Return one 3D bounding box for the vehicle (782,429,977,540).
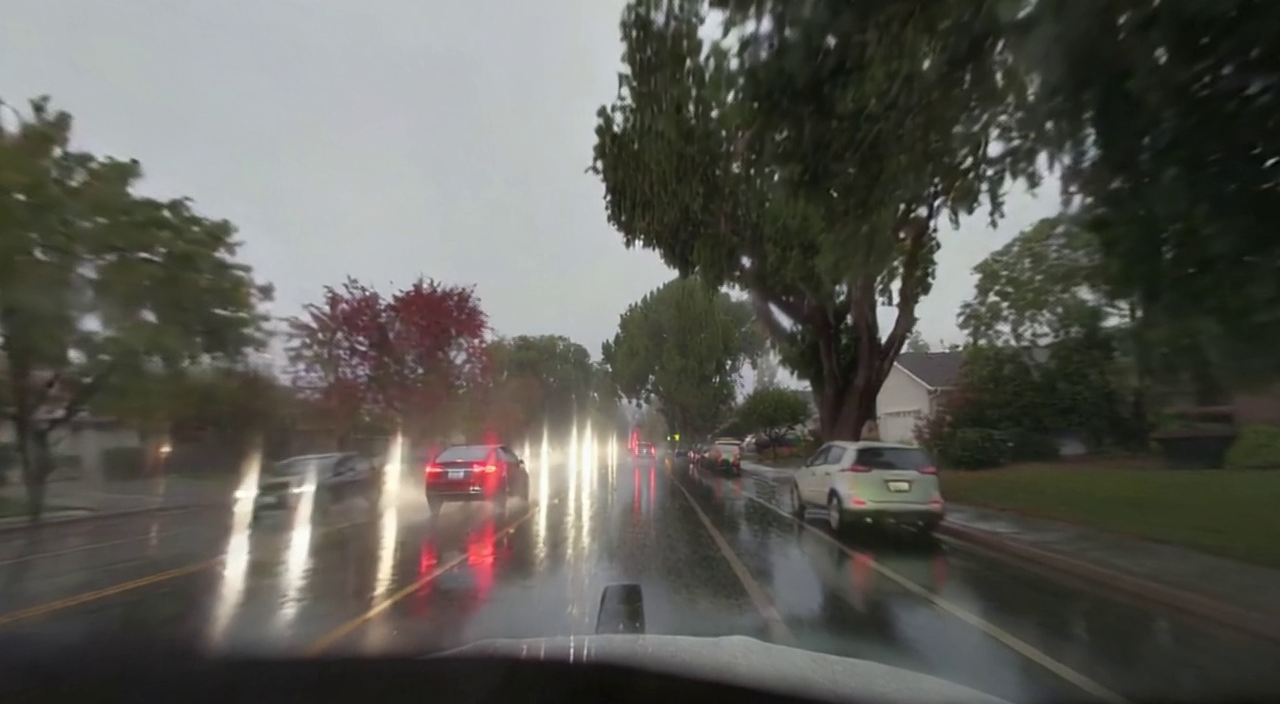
[{"bbox_3d":[3.941,2.225,11.266,1.897,1.589,4.053,0,-8,0],"label":"vehicle"}]

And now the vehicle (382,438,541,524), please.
[{"bbox_3d":[-3.474,2.585,13.314,2.027,1.477,4.413,0,-8,0],"label":"vehicle"}]

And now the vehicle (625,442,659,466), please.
[{"bbox_3d":[0.180,6.589,41.088,2.088,1.495,4.048,0,-8,1],"label":"vehicle"}]

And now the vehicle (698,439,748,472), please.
[{"bbox_3d":[4.504,5.707,35.083,2.045,1.702,4.916,0,-8,-1],"label":"vehicle"}]

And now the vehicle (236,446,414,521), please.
[{"bbox_3d":[-7.249,3.027,15.165,1.957,1.488,4.264,-1,-8,2],"label":"vehicle"}]
